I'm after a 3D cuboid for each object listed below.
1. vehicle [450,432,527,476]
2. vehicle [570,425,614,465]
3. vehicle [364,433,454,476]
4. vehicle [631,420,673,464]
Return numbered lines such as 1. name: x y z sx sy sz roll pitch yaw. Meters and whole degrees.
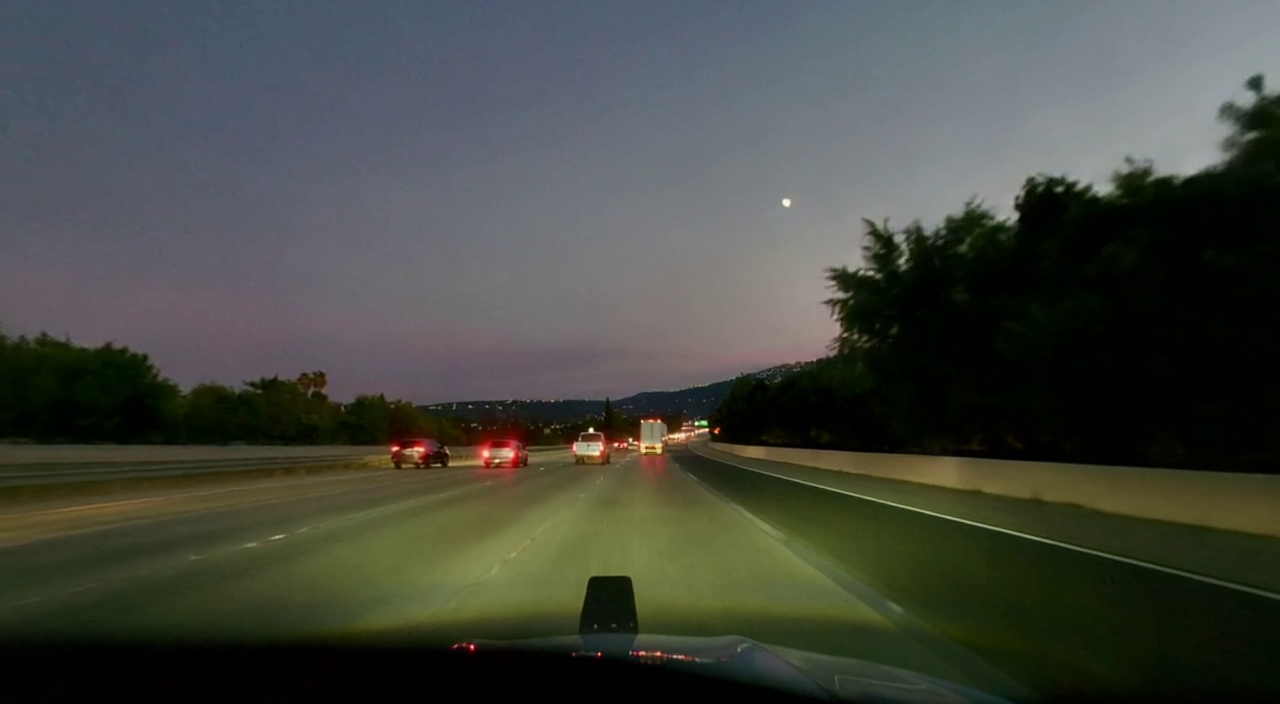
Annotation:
1. vehicle: -6.909 4.728 29.430 2.206 1.838 4.889 0 -8 2
2. vehicle: -3.155 6.312 42.749 2.328 2.519 5.238 0 -8 3
3. vehicle: -10.625 4.765 29.578 2.080 1.777 5.450 0 -8 0
4. vehicle: 0.821 6.359 44.607 2.768 2.854 6.757 0 -8 1
